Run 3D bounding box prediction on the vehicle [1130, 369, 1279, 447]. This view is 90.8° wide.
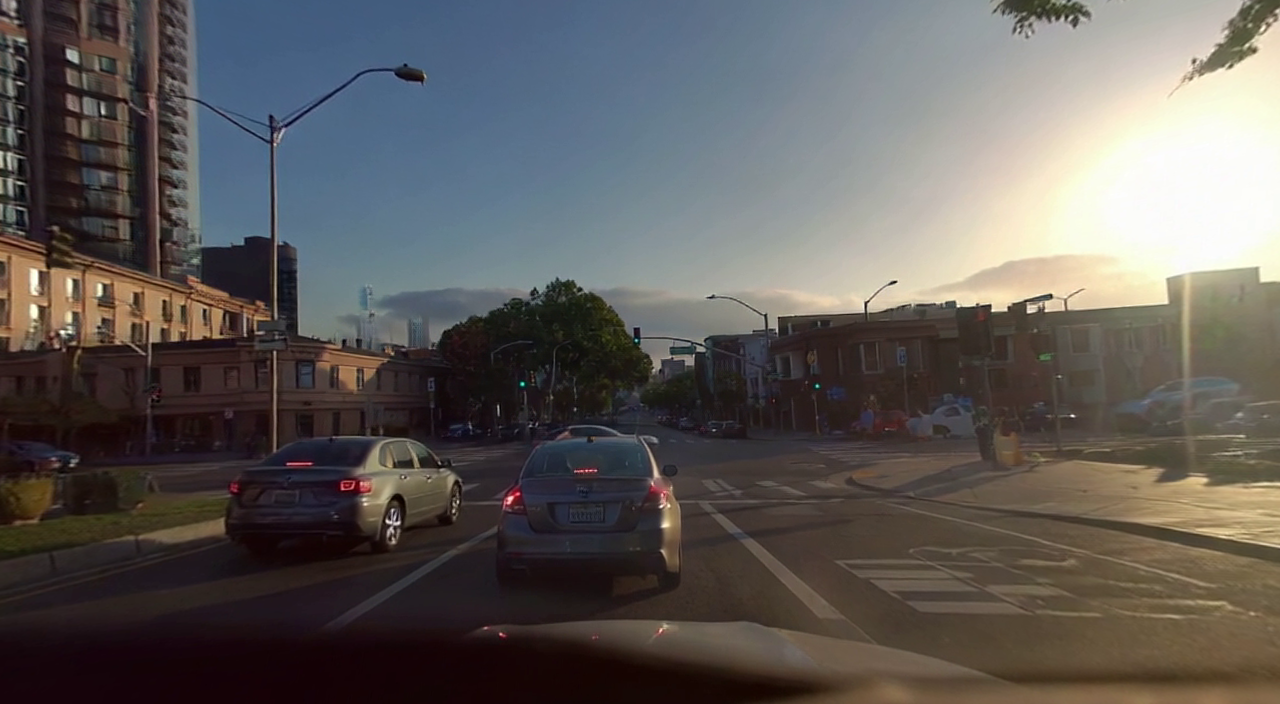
[{"bbox_3d":[21.714,2.107,23.192,5.756,2.653,2.403,1,-8,-11],"label":"vehicle"}]

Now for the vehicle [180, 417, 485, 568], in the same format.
[{"bbox_3d":[-3.700,1.765,8.734,1.934,1.522,4.464,0,-8,0],"label":"vehicle"}]

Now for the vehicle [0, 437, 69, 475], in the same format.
[{"bbox_3d":[-32.410,5.315,32.326,4.280,1.857,2.136,0,-8,1],"label":"vehicle"}]

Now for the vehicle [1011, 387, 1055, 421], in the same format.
[{"bbox_3d":[27.016,3.617,43.317,2.152,1.993,5.078,-6,-10,34],"label":"vehicle"}]

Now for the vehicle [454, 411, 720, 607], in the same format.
[{"bbox_3d":[-0.433,1.525,6.989,2.082,1.520,3.896,0,-8,-1],"label":"vehicle"}]

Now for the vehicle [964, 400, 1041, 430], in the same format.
[{"bbox_3d":[21.133,3.715,36.752,5.017,1.542,2.055,7,-11,-38],"label":"vehicle"}]

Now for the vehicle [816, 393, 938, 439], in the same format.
[{"bbox_3d":[13.763,3.787,36.716,6.541,2.480,2.259,3,-9,-19],"label":"vehicle"}]

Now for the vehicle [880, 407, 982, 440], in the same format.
[{"bbox_3d":[15.115,3.756,32.839,4.775,1.604,1.915,3,-9,-21],"label":"vehicle"}]
